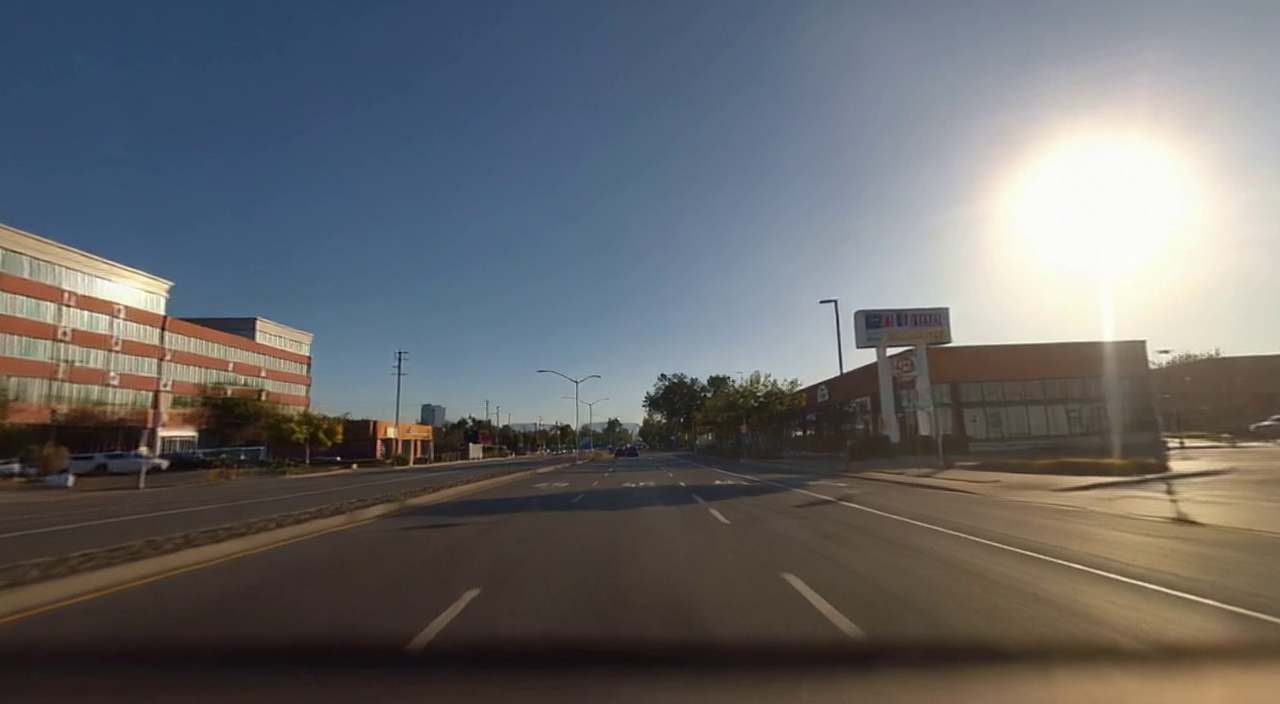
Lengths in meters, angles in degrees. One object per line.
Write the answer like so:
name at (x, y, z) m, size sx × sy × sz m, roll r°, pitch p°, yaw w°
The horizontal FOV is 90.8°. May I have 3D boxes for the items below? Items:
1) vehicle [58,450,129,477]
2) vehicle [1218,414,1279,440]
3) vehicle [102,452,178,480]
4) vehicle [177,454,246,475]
vehicle at (-40.856, 8.319, 47.359) m, size 1.704 × 1.866 × 3.985 m, roll 0°, pitch -8°, yaw -1°
vehicle at (41.636, 5.032, 42.127) m, size 1.834 × 1.612 × 4.559 m, roll 0°, pitch -8°, yaw 0°
vehicle at (-38.185, 8.686, 48.418) m, size 2.005 × 1.915 × 5.056 m, roll 0°, pitch -9°, yaw -5°
vehicle at (-33.012, 8.682, 48.844) m, size 1.809 × 1.448 × 4.747 m, roll -1°, pitch -8°, yaw 2°
